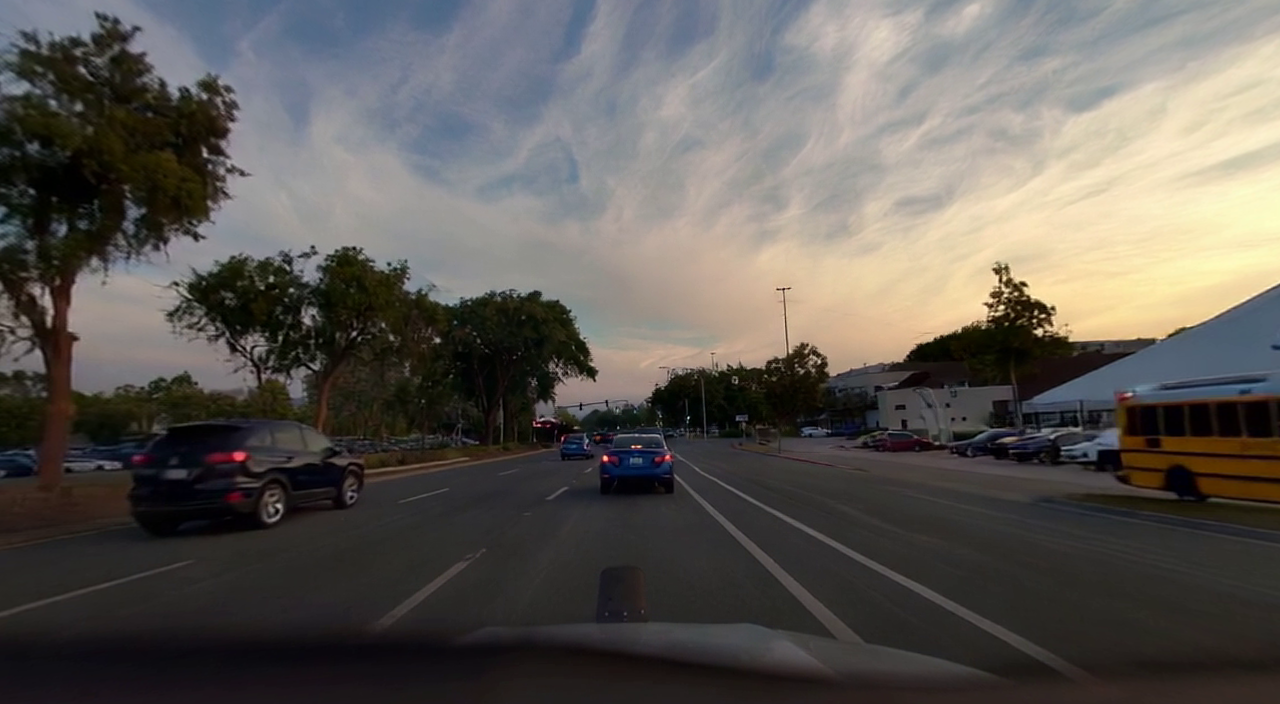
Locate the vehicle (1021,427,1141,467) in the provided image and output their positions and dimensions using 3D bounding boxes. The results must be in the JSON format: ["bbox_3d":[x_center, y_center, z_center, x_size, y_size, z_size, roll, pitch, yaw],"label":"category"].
[{"bbox_3d":[18.310,3.992,26.471,1.826,1.532,4.290,0,-9,-1],"label":"vehicle"}]

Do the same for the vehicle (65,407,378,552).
[{"bbox_3d":[-6.068,1.895,10.034,2.016,1.748,4.525,0,-9,-3],"label":"vehicle"}]

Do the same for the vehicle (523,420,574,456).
[{"bbox_3d":[-6.936,6.707,48.838,2.485,2.556,6.363,-1,-9,5],"label":"vehicle"}]

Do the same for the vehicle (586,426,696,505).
[{"bbox_3d":[-0.033,2.521,14.399,2.123,1.498,4.226,0,-9,-1],"label":"vehicle"}]

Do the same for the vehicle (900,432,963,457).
[{"bbox_3d":[17.832,5.698,38.811,1.694,1.451,4.505,0,-8,0],"label":"vehicle"}]

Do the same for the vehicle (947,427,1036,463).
[{"bbox_3d":[18.095,4.838,32.769,1.841,1.680,4.842,0,-9,0],"label":"vehicle"}]

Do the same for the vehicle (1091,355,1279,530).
[{"bbox_3d":[11.399,1.522,10.617,2.754,2.711,6.196,0,-9,-2],"label":"vehicle"}]
